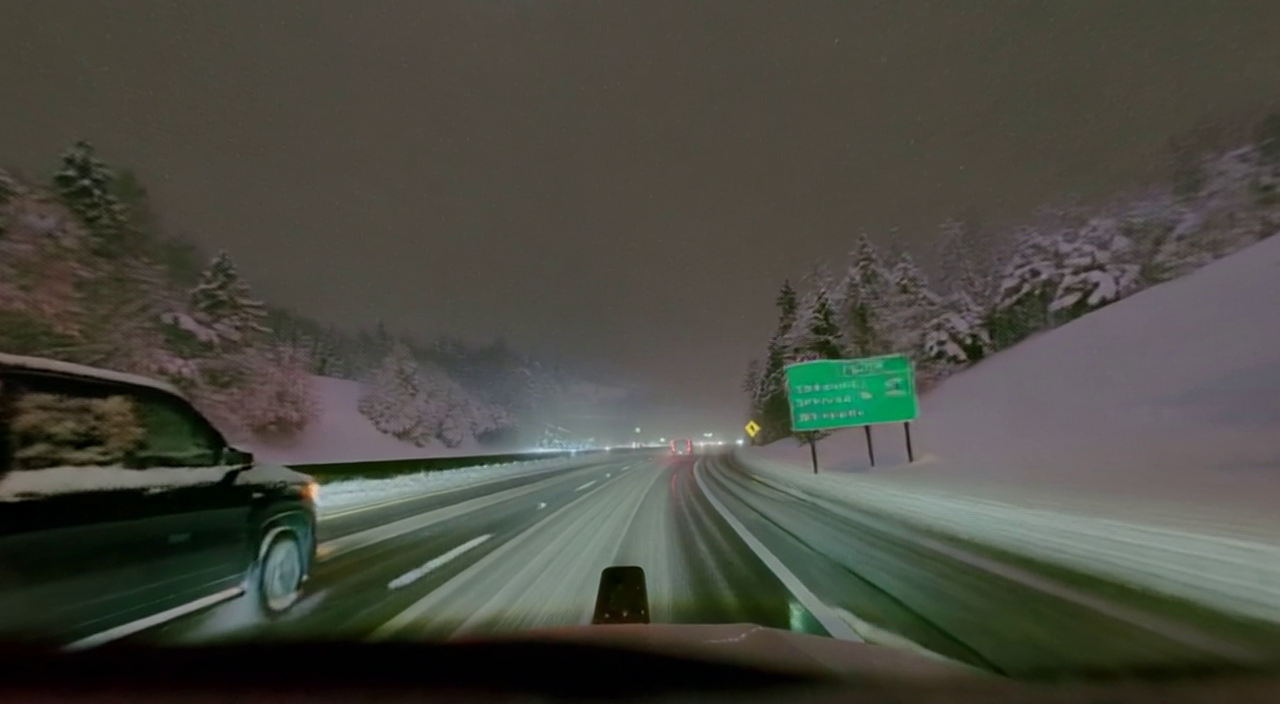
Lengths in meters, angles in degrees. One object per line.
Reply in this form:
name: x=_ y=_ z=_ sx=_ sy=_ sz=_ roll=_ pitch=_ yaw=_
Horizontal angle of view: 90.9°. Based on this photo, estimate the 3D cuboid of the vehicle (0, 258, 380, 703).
vehicle: x=-3.248 y=0.619 z=2.189 sx=2.143 sy=1.851 sz=5.817 roll=0 pitch=-9 yaw=1
